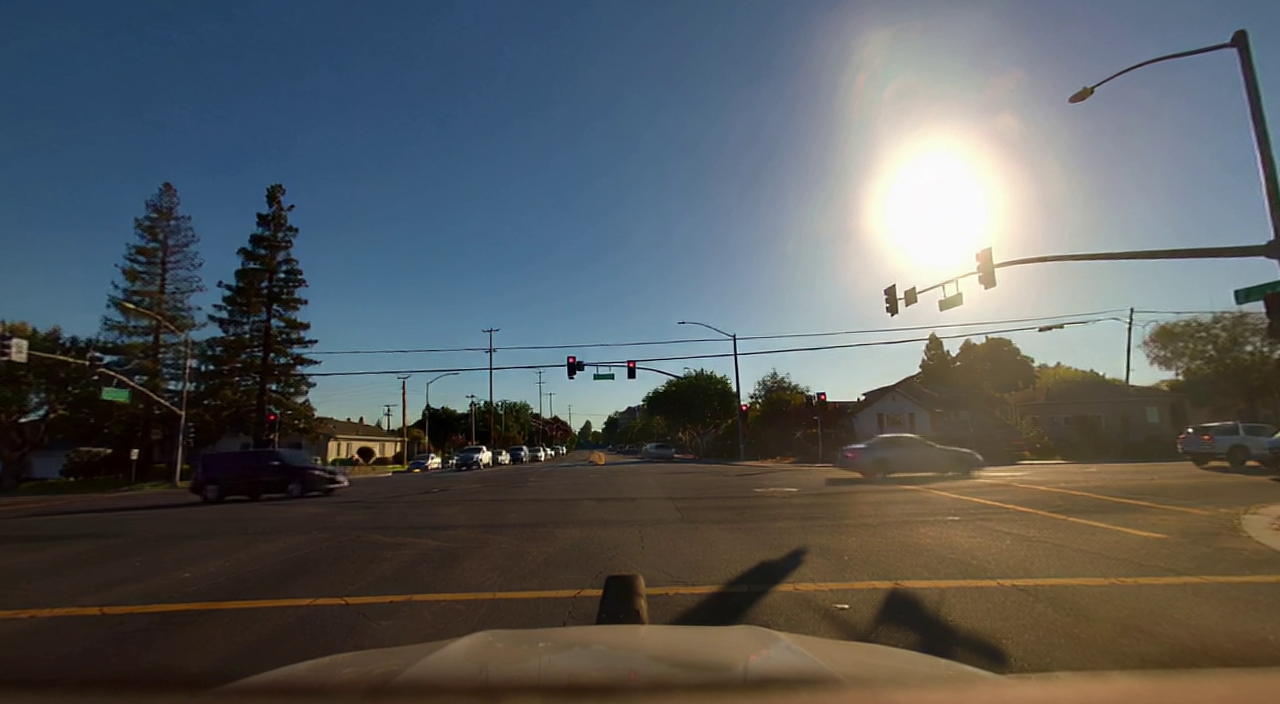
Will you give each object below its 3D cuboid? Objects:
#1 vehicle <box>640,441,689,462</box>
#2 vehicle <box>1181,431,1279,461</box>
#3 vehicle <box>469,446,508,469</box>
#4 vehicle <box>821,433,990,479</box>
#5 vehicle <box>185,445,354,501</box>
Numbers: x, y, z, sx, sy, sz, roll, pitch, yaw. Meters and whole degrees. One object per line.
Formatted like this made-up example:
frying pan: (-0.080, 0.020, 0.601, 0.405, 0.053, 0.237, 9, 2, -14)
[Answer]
vehicle: (1.769, 7.539, 47.934, 1.932, 1.539, 4.873, 3, -9, -20)
vehicle: (31.327, 4.887, 33.020, 4.318, 1.488, 1.870, 0, -9, -1)
vehicle: (-10.703, 7.459, 44.755, 1.881, 1.509, 3.377, 0, -9, 1)
vehicle: (8.918, 3.523, 21.551, 4.823, 1.449, 2.017, 0, -9, -1)
vehicle: (-12.255, 4.002, 21.127, 4.431, 1.739, 1.935, -1, -9, 1)
